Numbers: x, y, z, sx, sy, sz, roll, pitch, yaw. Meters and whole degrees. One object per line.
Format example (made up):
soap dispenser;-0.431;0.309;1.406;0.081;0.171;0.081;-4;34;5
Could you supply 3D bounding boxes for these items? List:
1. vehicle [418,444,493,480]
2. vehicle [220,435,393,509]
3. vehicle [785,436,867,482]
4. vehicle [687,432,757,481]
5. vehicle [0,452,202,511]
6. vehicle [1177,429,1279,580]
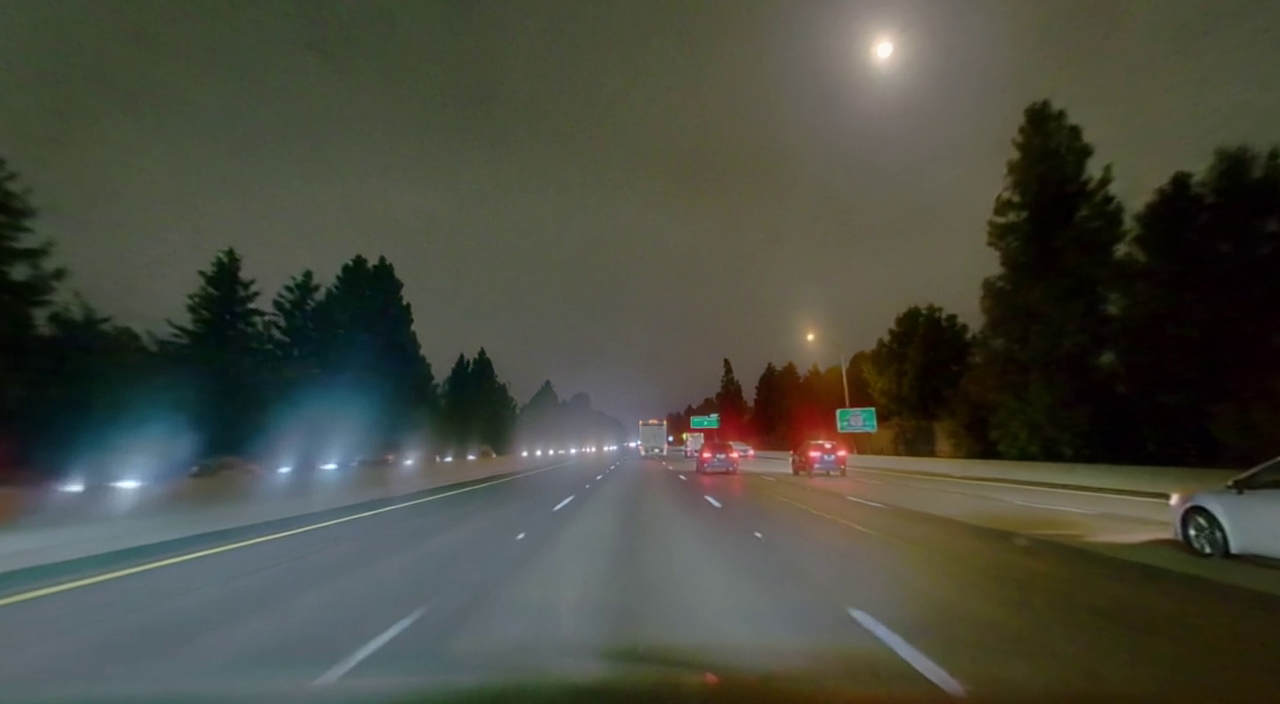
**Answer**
vehicle;-8.269;4.937;28.749;1.958;1.503;4.671;0;-8;1
vehicle;-8.127;2.933;15.940;1.997;1.600;4.277;0;-8;0
vehicle;7.434;4.296;25.660;1.976;1.703;4.288;0;-8;-1
vehicle;3.346;4.393;26.866;2.209;1.862;4.717;0;-8;-2
vehicle;-15.662;3.726;18.721;1.895;1.445;4.696;0;-8;0
vehicle;7.416;1.335;5.007;2.022;1.488;4.817;0;-8;-1
